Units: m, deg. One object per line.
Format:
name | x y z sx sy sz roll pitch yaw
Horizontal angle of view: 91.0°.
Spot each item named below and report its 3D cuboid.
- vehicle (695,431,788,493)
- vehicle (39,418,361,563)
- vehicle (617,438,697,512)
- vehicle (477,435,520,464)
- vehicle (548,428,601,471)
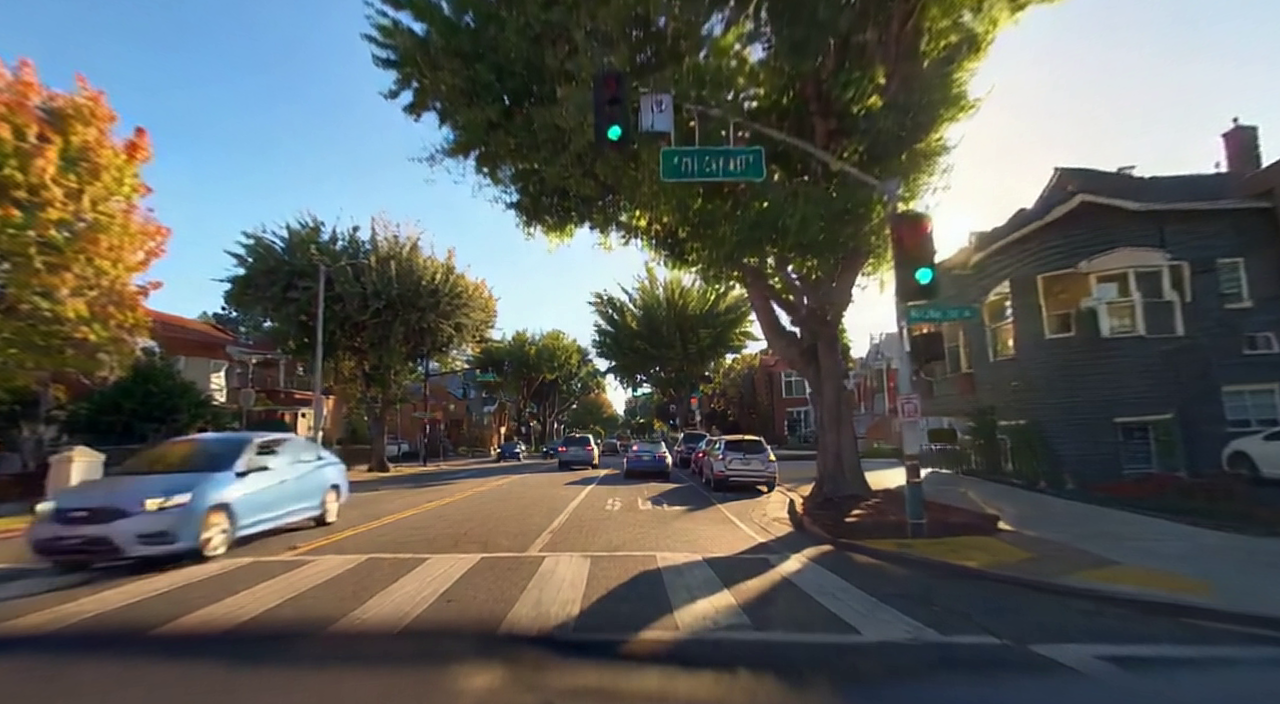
vehicle | 2.856 3.168 18.607 1.905 1.589 4.028 0 -8 -3
vehicle | -6.110 1.909 9.517 1.976 1.689 4.071 0 -8 -2
vehicle | 0.286 2.654 14.066 1.485 1.385 3.283 2 -8 -3
vehicle | -9.348 6.424 41.861 1.850 1.720 4.237 -2 -8 0
vehicle | -2.971 4.521 29.380 1.983 1.841 4.013 0 -8 1
